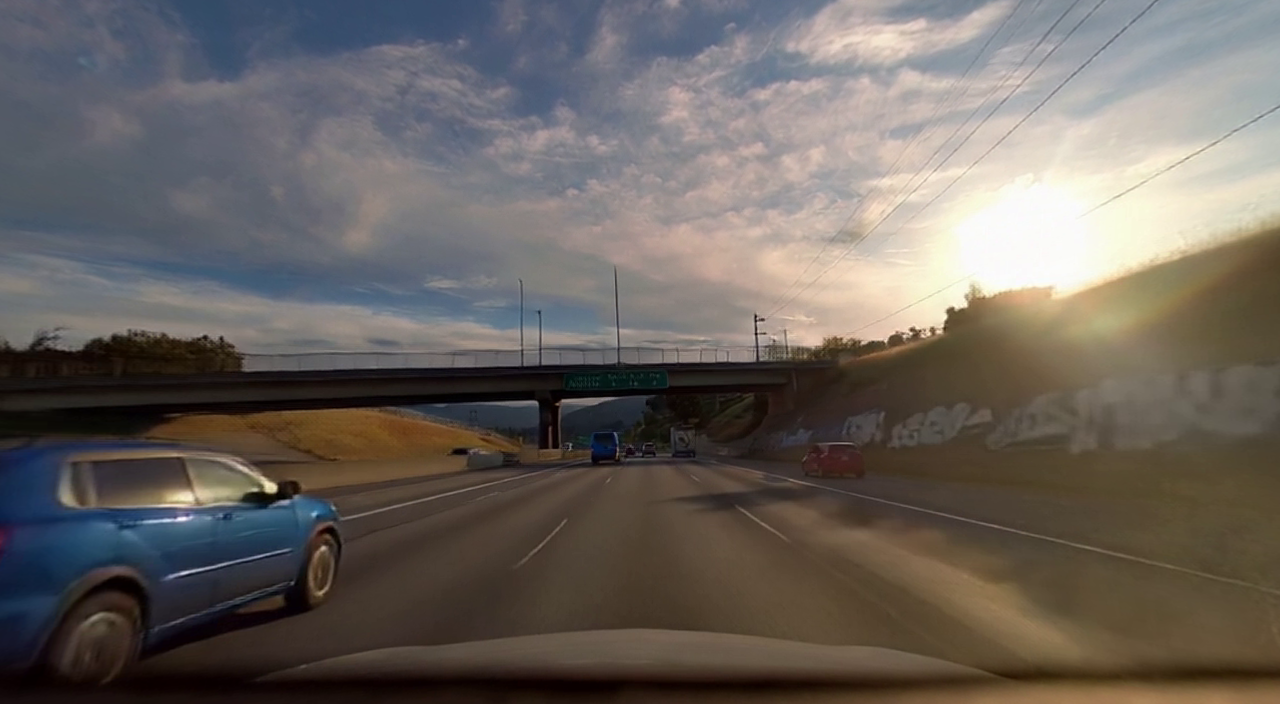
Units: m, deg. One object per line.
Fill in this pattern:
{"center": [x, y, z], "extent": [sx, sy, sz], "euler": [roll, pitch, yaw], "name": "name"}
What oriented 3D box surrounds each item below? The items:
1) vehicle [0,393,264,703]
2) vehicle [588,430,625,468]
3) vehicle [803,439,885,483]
{"center": [-3.166, 0.725, 1.115], "extent": [2.029, 1.472, 4.721], "euler": [0, -9, 1], "name": "vehicle"}
{"center": [-2.378, 7.152, 46.420], "extent": [2.451, 2.627, 5.868], "euler": [0, -9, 0], "name": "vehicle"}
{"center": [8.360, 4.512, 26.212], "extent": [1.936, 1.664, 4.198], "euler": [0, -9, -1], "name": "vehicle"}
